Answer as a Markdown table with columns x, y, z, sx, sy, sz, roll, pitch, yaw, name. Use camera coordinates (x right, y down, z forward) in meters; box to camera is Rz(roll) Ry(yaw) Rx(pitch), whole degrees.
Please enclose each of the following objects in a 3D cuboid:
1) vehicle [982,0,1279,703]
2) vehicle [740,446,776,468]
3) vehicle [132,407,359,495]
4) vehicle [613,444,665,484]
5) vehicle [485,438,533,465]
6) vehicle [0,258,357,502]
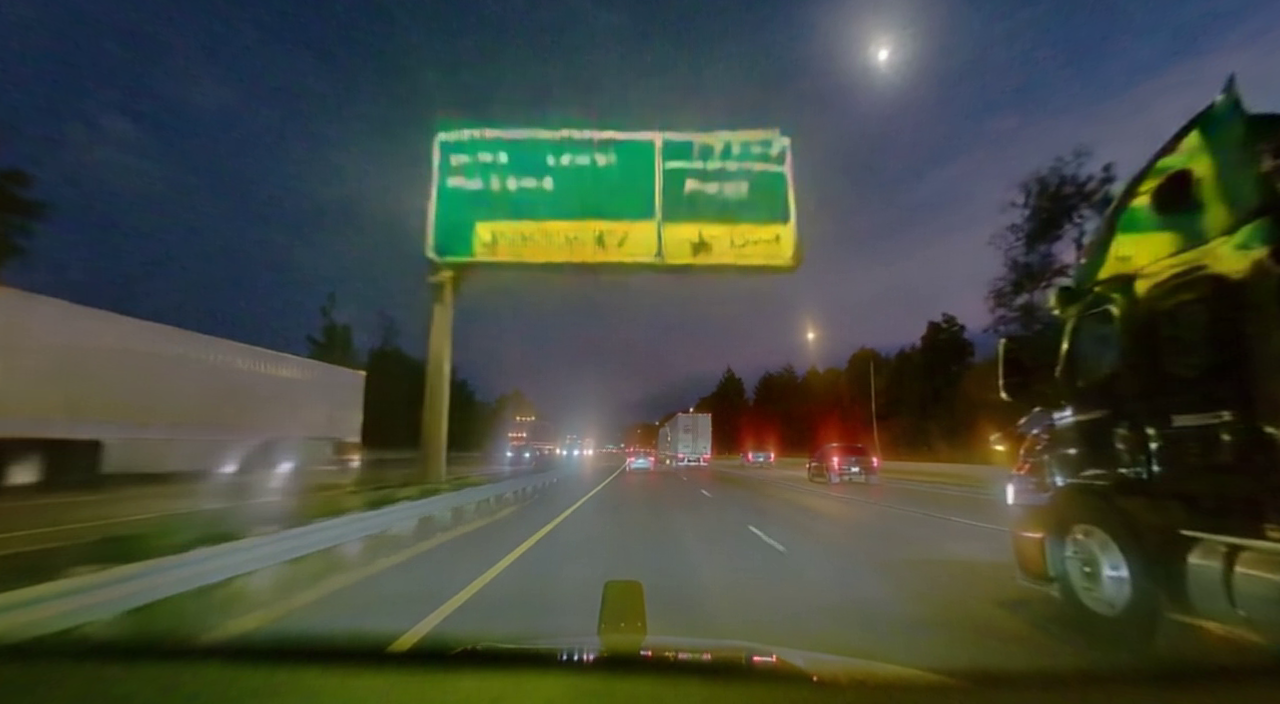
| x | y | z | sx | sy | sz | roll | pitch | yaw | name |
| --- | --- | --- | --- | --- | --- | --- | --- | --- | --- |
| 3.754 | -0.007 | 0.615 | 2.975 | 2.936 | 6.573 | 0 | -9 | -1 | vehicle |
| 9.212 | 8.215 | 49.409 | 1.902 | 1.652 | 3.995 | 0 | -9 | -2 | vehicle |
| -7.984 | 2.095 | 13.385 | 2.003 | 1.558 | 4.213 | 0 | -9 | 1 | vehicle |
| -0.047 | 4.839 | 27.545 | 2.111 | 1.599 | 3.859 | 0 | -9 | 0 | vehicle |
| -8.027 | 6.157 | 39.094 | 1.948 | 1.580 | 4.373 | 0 | -9 | 1 | vehicle |
| -12.094 | 1.378 | 16.261 | 2.911 | 4.015 | 14.235 | 0 | -9 | 0 | vehicle |
